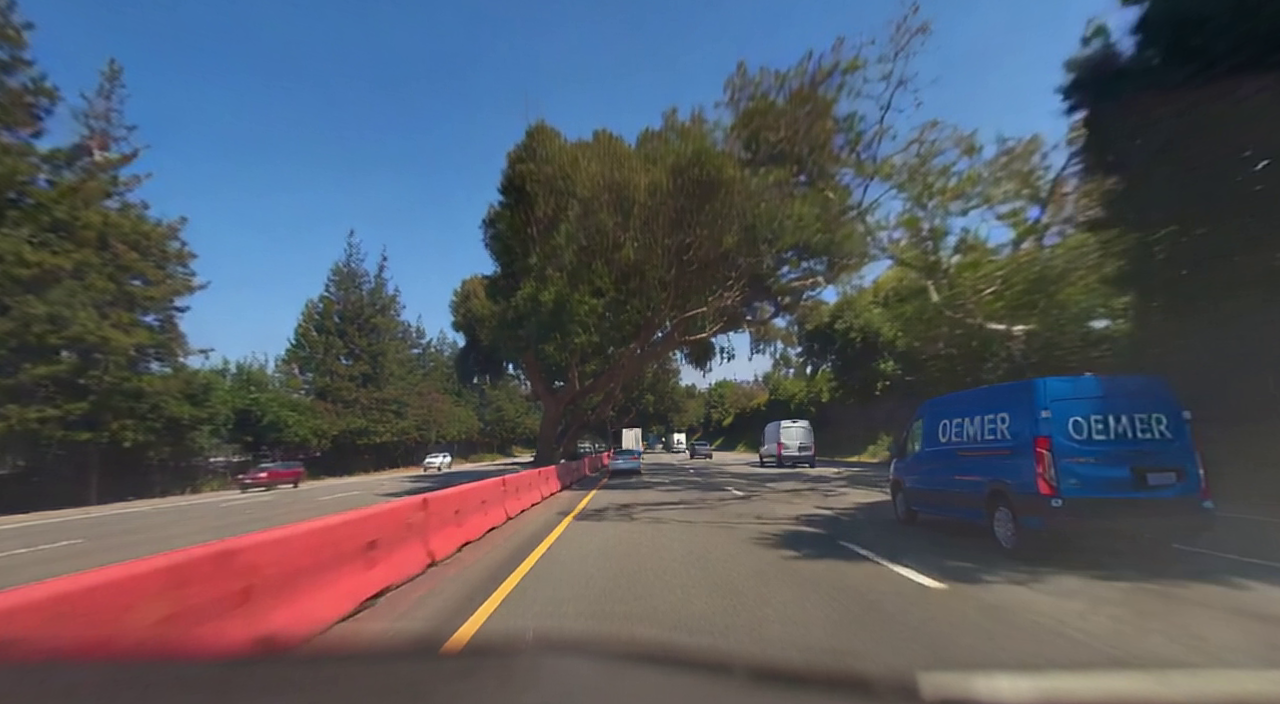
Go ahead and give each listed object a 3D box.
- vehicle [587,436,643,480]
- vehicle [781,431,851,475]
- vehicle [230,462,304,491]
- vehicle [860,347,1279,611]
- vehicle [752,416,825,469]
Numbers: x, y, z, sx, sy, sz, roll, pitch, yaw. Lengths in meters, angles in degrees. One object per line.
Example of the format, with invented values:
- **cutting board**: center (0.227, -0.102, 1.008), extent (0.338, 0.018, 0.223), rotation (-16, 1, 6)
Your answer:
- **vehicle**: center (-0.985, 4.260, 25.566), extent (2.100, 1.636, 3.620), rotation (0, -8, -2)
- **vehicle**: center (8.187, 4.727, 29.621), extent (2.255, 1.960, 3.229), rotation (0, -8, -1)
- **vehicle**: center (-21.794, 7.260, 36.957), extent (1.800, 1.494, 4.231), rotation (0, -8, -1)
- **vehicle**: center (4.744, 1.323, 7.455), extent (2.223, 2.008, 5.121), rotation (0, -8, -2)
- **vehicle**: center (8.017, 4.965, 34.575), extent (2.385, 2.635, 5.633), rotation (0, -8, -2)
